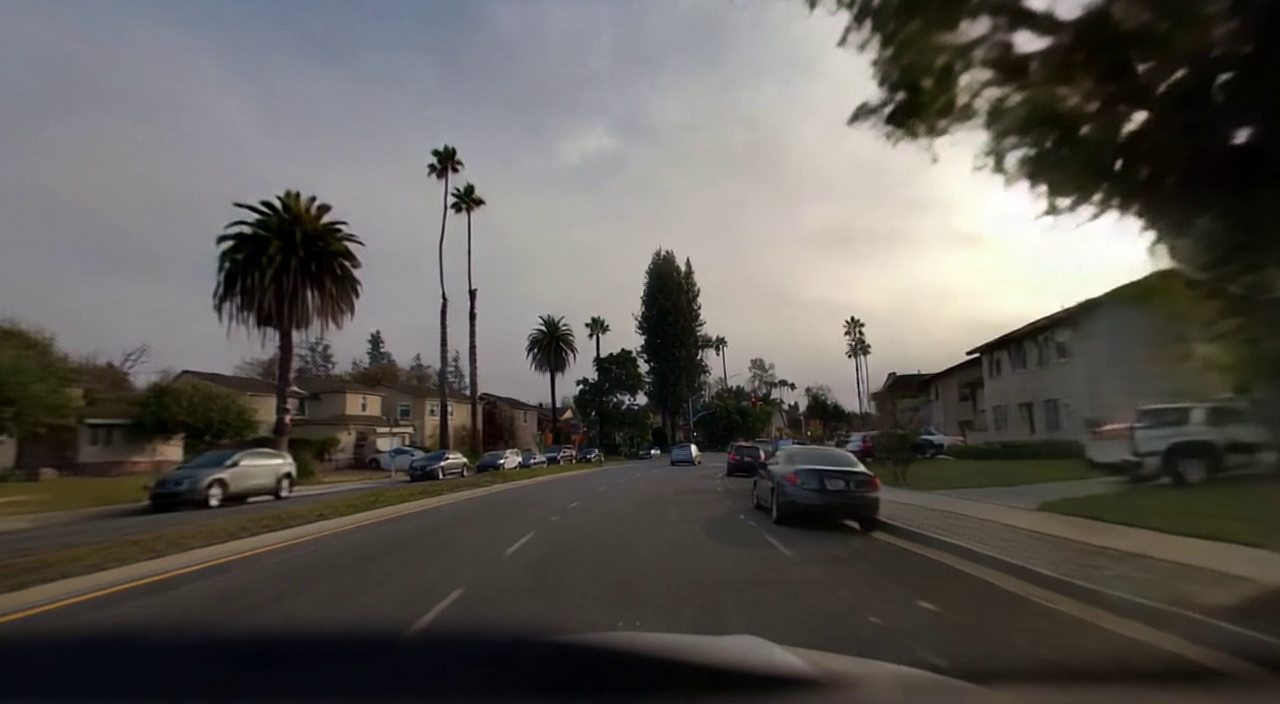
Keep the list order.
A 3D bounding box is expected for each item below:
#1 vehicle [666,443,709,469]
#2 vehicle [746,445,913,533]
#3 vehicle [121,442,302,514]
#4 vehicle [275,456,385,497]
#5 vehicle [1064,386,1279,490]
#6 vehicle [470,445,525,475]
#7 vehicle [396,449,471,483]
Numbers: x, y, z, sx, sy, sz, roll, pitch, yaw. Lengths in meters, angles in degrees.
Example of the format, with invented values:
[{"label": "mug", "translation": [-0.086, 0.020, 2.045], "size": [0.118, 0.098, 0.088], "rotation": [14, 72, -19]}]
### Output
[{"label": "vehicle", "translation": [3.002, 6.401, 38.980], "size": [2.035, 1.474, 4.284], "rotation": [-2, -9, 13]}, {"label": "vehicle", "translation": [3.505, 2.600, 12.739], "size": [2.037, 1.425, 4.621], "rotation": [0, -9, 1]}, {"label": "vehicle", "translation": [-13.398, 3.949, 20.261], "size": [2.131, 1.902, 4.924], "rotation": [-3, -9, 4]}, {"label": "vehicle", "translation": [-12.846, 5.155, 26.572], "size": [1.866, 1.501, 4.681], "rotation": [-1, -9, 6]}, {"label": "vehicle", "translation": [12.928, 1.924, 13.942], "size": [5.550, 2.066, 2.288], "rotation": [-6, -11, 28]}, {"label": "vehicle", "translation": [-10.020, 7.649, 44.956], "size": [2.081, 1.948, 4.821], "rotation": [-2, -9, 10]}, {"label": "vehicle", "translation": [-11.623, 6.433, 36.032], "size": [1.967, 1.736, 4.730], "rotation": [-2, -9, 11]}]
